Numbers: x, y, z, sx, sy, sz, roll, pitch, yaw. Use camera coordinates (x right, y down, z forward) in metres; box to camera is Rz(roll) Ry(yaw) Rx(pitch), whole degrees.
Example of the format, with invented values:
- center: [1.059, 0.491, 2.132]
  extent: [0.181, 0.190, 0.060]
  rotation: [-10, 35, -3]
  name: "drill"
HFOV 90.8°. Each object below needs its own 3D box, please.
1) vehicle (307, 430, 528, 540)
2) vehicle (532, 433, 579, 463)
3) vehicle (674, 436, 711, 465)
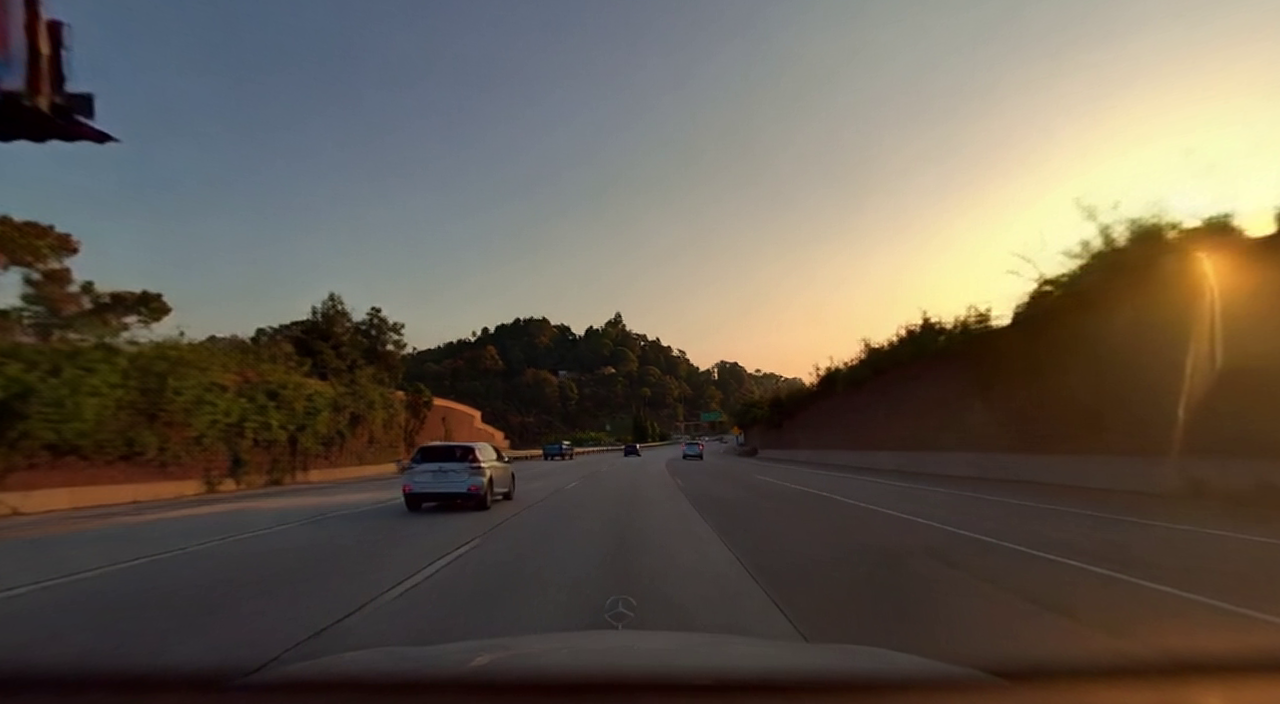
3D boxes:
- center: [-3.454, 2.153, 10.964]
  extent: [2.192, 1.482, 4.454]
  rotation: [0, -8, 0]
  name: "vehicle"
- center: [-6.063, 7.018, 46.214]
  extent: [2.383, 2.048, 5.875]
  rotation: [-1, -8, 3]
  name: "vehicle"
- center: [3.516, 6.697, 43.050]
  extent: [2.211, 1.814, 4.404]
  rotation: [0, -8, 1]
  name: "vehicle"
